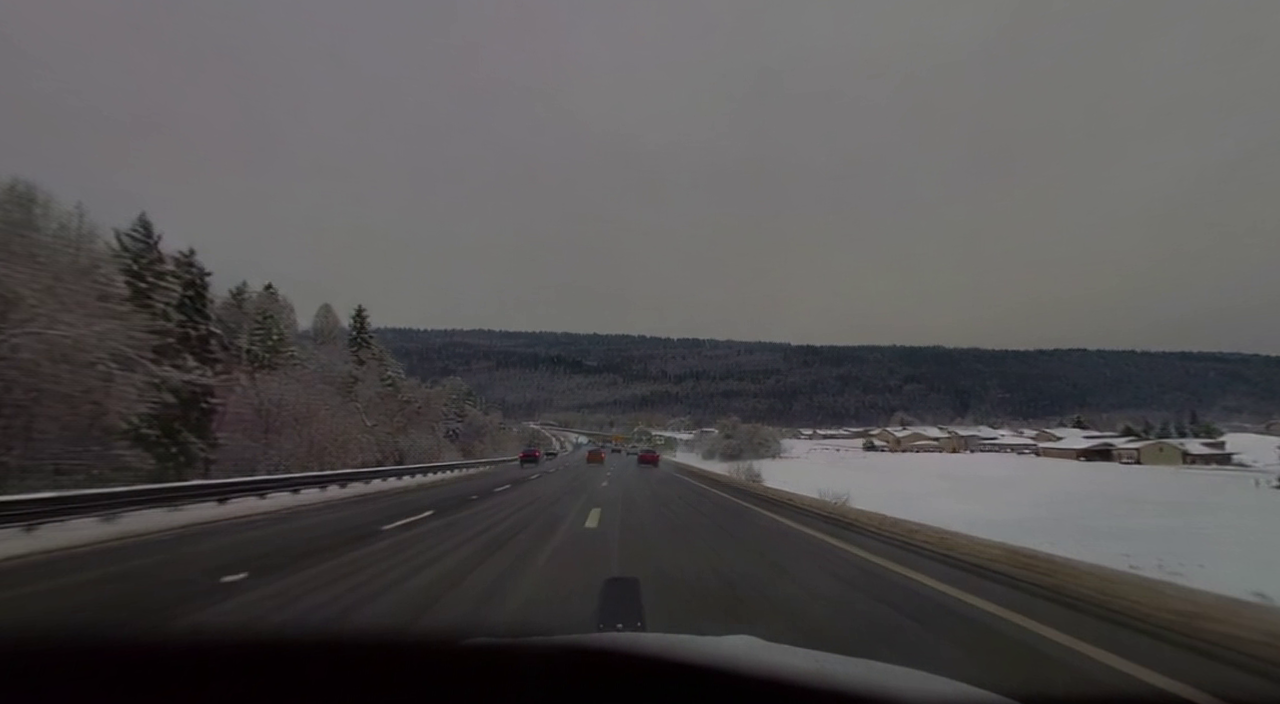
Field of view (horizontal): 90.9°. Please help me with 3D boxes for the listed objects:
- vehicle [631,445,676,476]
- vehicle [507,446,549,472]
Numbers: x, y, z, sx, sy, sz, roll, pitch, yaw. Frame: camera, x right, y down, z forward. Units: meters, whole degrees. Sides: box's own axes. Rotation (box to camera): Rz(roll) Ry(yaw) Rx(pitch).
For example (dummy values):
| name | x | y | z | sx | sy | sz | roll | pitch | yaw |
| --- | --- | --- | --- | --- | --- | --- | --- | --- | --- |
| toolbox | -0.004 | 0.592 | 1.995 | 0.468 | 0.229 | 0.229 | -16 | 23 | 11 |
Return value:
| name | x | y | z | sx | sy | sz | roll | pitch | yaw |
| --- | --- | --- | --- | --- | --- | --- | --- | --- | --- |
| vehicle | 0.629 | 5.636 | 32.828 | 2.019 | 1.475 | 4.301 | 0 | -9 | -3 |
| vehicle | -6.853 | 6.608 | 39.004 | 1.955 | 1.468 | 3.637 | 0 | -9 | -1 |
